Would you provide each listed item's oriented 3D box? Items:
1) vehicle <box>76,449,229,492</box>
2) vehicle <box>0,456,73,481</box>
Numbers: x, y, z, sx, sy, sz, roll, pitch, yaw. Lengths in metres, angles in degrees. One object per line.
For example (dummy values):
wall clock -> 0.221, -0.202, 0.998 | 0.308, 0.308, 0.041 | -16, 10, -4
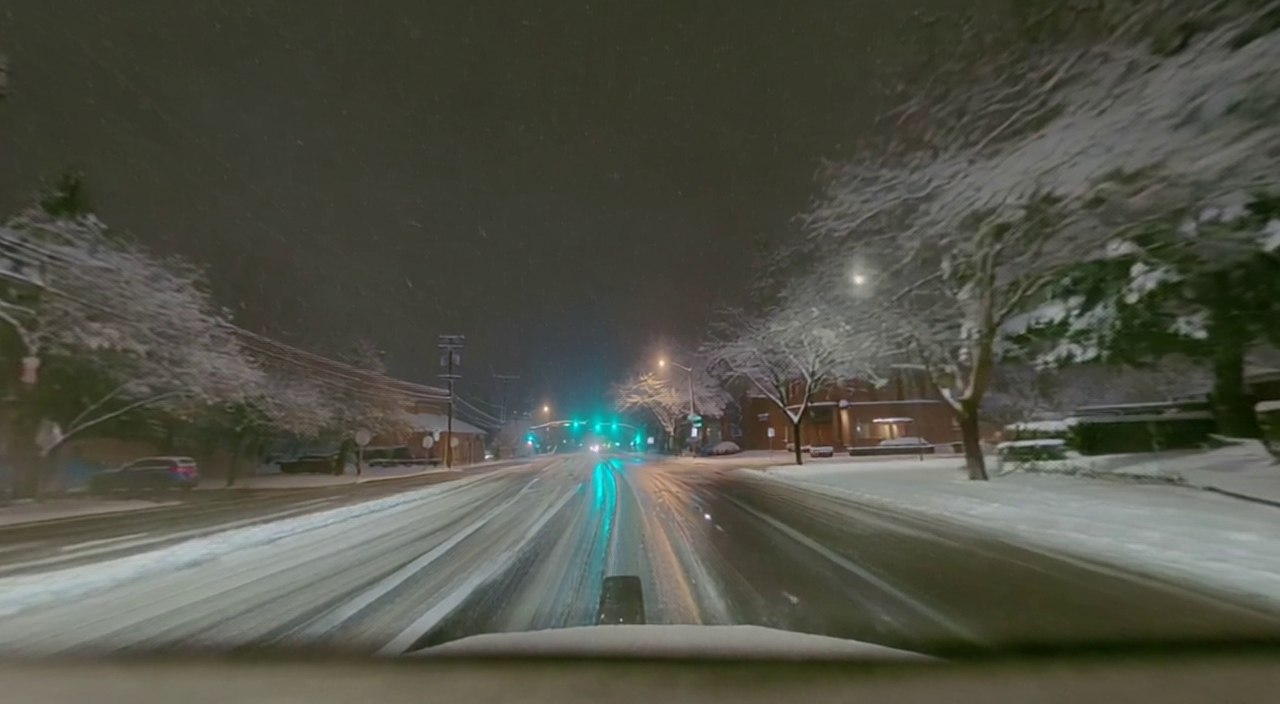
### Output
vehicle -> -24.103, 5.841, 31.464 | 5.473, 1.957, 2.253 | 1, -9, -7
vehicle -> -40.163, 7.588, 41.079 | 4.333, 1.513, 2.071 | 2, -9, -12
